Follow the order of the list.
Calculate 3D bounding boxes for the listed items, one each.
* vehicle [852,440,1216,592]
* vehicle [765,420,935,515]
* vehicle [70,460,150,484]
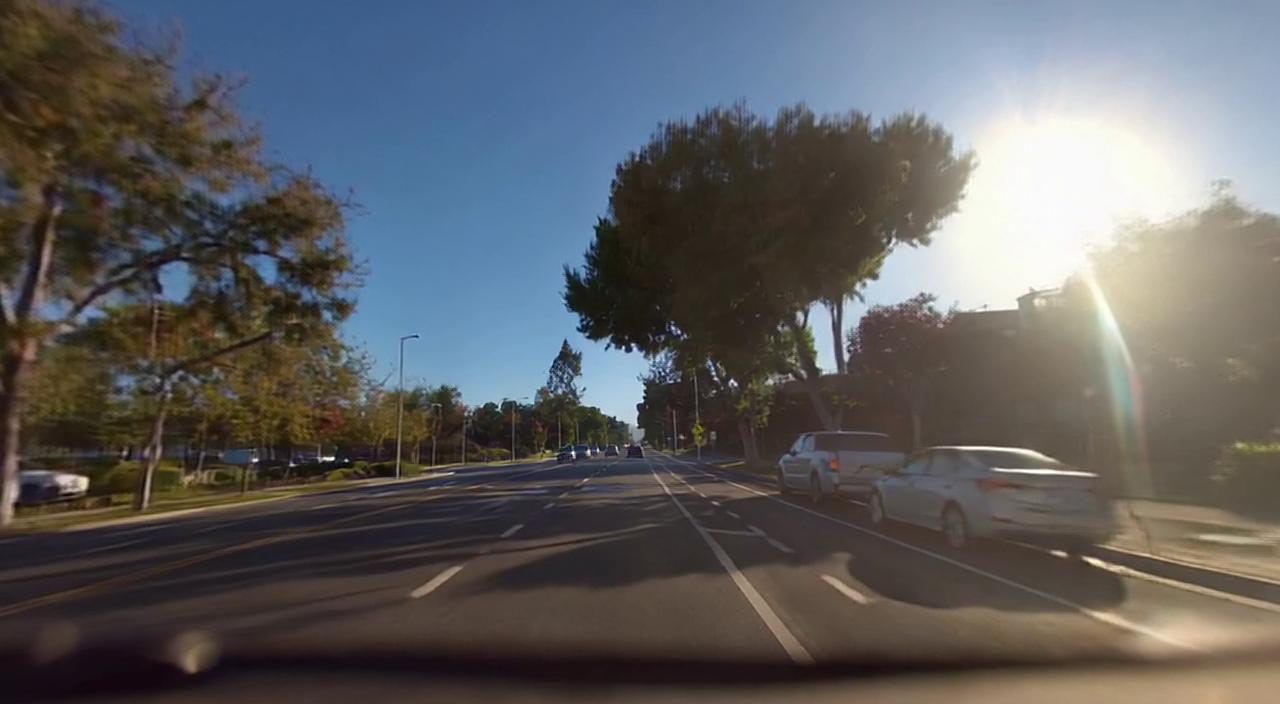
[{"bbox_3d":[4.497,1.885,8.220,1.935,1.433,4.241,0,-8,-1],"label":"vehicle"},{"bbox_3d":[4.632,2.643,14.992,2.115,1.843,5.141,0,-8,-2],"label":"vehicle"},{"bbox_3d":[-36.017,8.134,43.093,3.854,1.476,1.842,5,-10,-32],"label":"vehicle"}]
